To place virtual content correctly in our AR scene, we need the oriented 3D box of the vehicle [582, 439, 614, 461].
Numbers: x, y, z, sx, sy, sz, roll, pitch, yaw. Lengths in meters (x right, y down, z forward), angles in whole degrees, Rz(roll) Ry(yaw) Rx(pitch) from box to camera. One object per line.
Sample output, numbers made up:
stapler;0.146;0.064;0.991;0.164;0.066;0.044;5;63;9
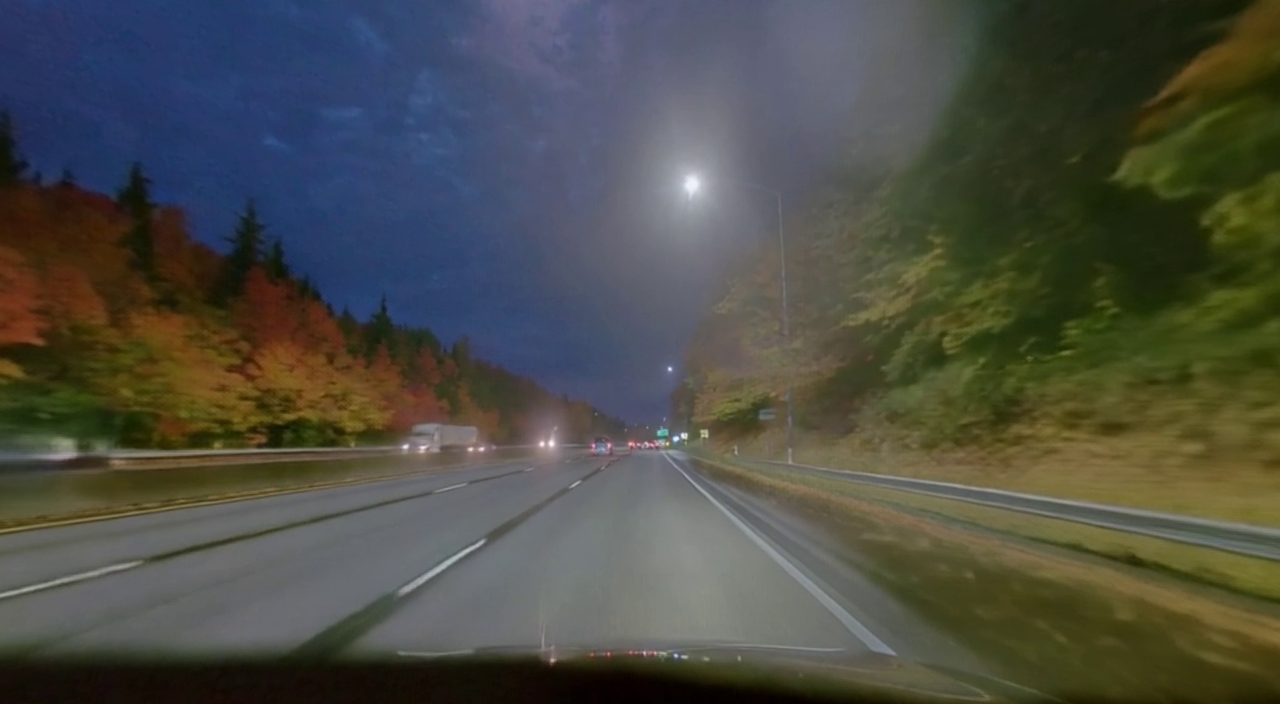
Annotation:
vehicle;-3.275;7.701;49.626;2.123;1.643;4.479;0;-8;1
